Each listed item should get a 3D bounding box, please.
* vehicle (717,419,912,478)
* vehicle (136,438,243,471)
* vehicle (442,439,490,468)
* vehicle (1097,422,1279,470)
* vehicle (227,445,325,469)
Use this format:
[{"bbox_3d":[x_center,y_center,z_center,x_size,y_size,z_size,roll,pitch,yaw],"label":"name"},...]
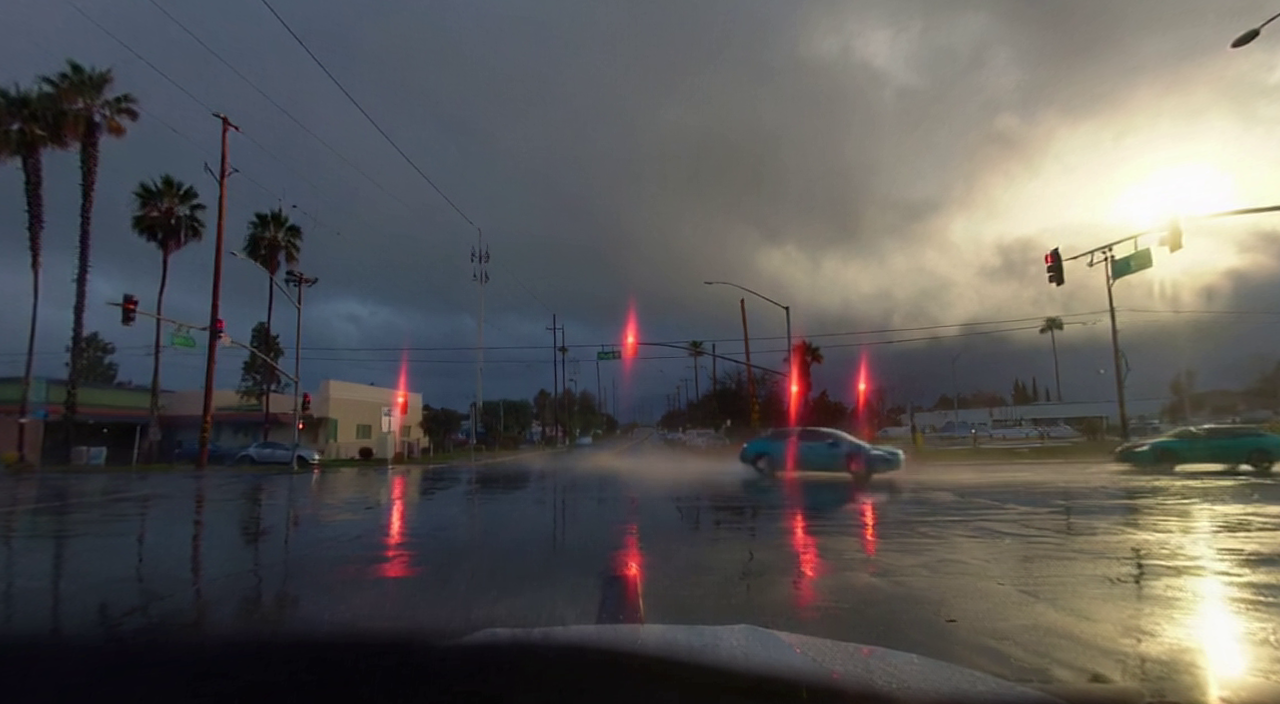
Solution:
[{"bbox_3d":[4.974,2.848,18.675,2.223,1.490,5.094,8,-12,-43],"label":"vehicle"},{"bbox_3d":[-25.920,5.926,36.458,4.613,1.820,2.021,-1,-9,3],"label":"vehicle"},{"bbox_3d":[-11.968,6.998,43.777,2.016,1.717,4.287,0,-6,1],"label":"vehicle"},{"bbox_3d":[18.247,3.077,20.642,4.918,1.479,1.897,-1,-9,9],"label":"vehicle"},{"bbox_3d":[-22.310,6.429,38.852,4.849,1.444,1.881,0,-8,1],"label":"vehicle"}]
